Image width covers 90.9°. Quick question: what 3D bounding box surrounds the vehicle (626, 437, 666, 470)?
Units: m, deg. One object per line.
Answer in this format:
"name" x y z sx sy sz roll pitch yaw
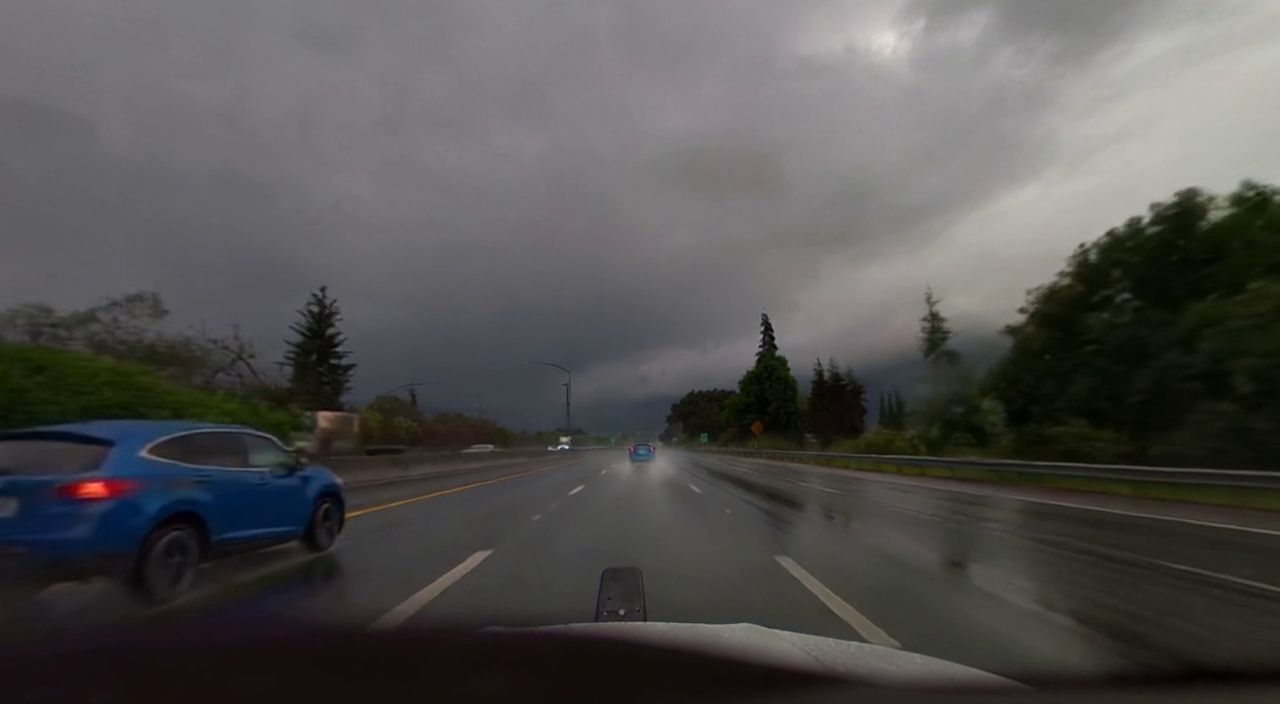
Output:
"vehicle" 0.348 6.141 38.119 2.247 1.825 4.036 0 -9 0

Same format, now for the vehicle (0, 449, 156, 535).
"vehicle" -12.082 2.648 12.240 1.866 1.470 4.358 0 -9 0

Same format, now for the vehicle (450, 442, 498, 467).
"vehicle" -11.349 7.070 43.413 2.024 1.594 4.563 -1 -9 0

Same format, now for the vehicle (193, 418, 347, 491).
"vehicle" -15.788 4.452 27.634 2.314 2.738 7.144 -1 -9 0
